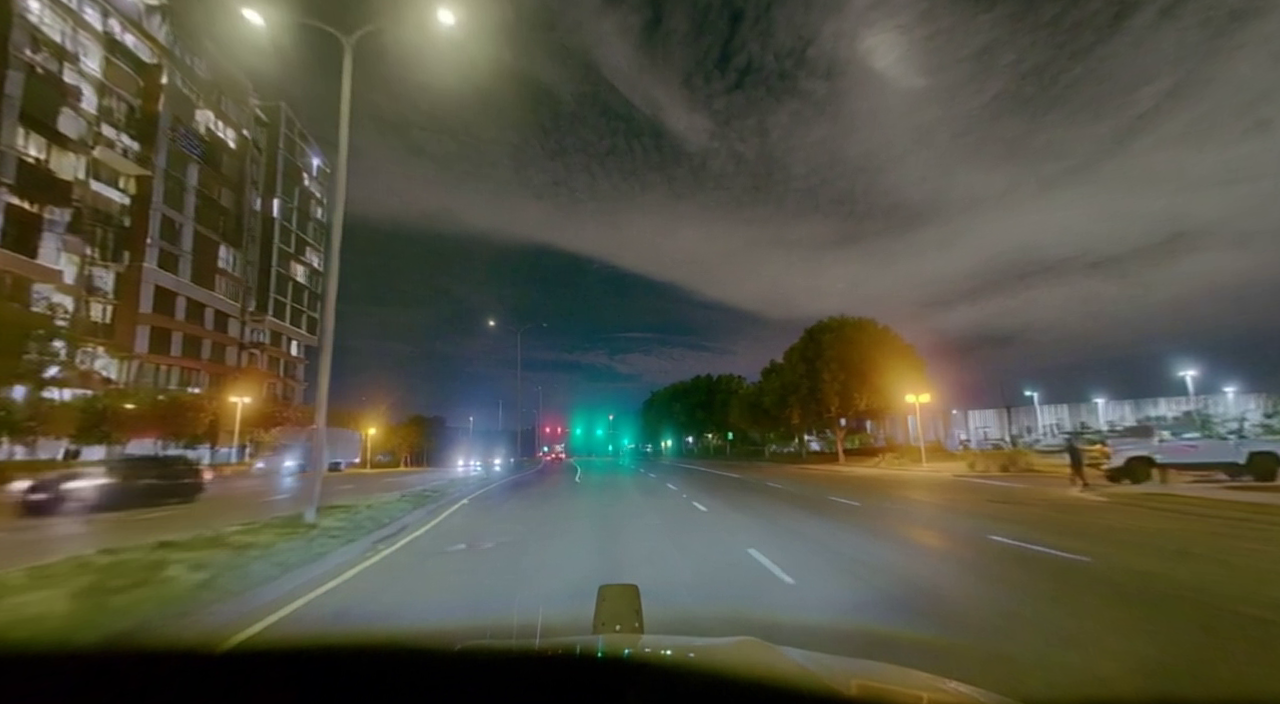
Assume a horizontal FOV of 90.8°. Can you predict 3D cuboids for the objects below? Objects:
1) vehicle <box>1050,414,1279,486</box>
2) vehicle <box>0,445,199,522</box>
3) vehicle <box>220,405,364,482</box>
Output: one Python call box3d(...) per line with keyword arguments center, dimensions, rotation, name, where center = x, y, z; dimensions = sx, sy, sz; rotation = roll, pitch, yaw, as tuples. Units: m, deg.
box3d(center=(16.575, 3.029, 19.558), dimensions=(5.829, 1.995, 2.659), rotation=(-3, -9, 16), name="vehicle")
box3d(center=(-13.222, 3.018, 15.082), dimensions=(2.150, 1.534, 4.569), rotation=(0, -9, -2), name="vehicle")
box3d(center=(-19.813, 5.542, 37.501), dimensions=(3.331, 3.651, 14.423), rotation=(2, -9, -12), name="vehicle")
